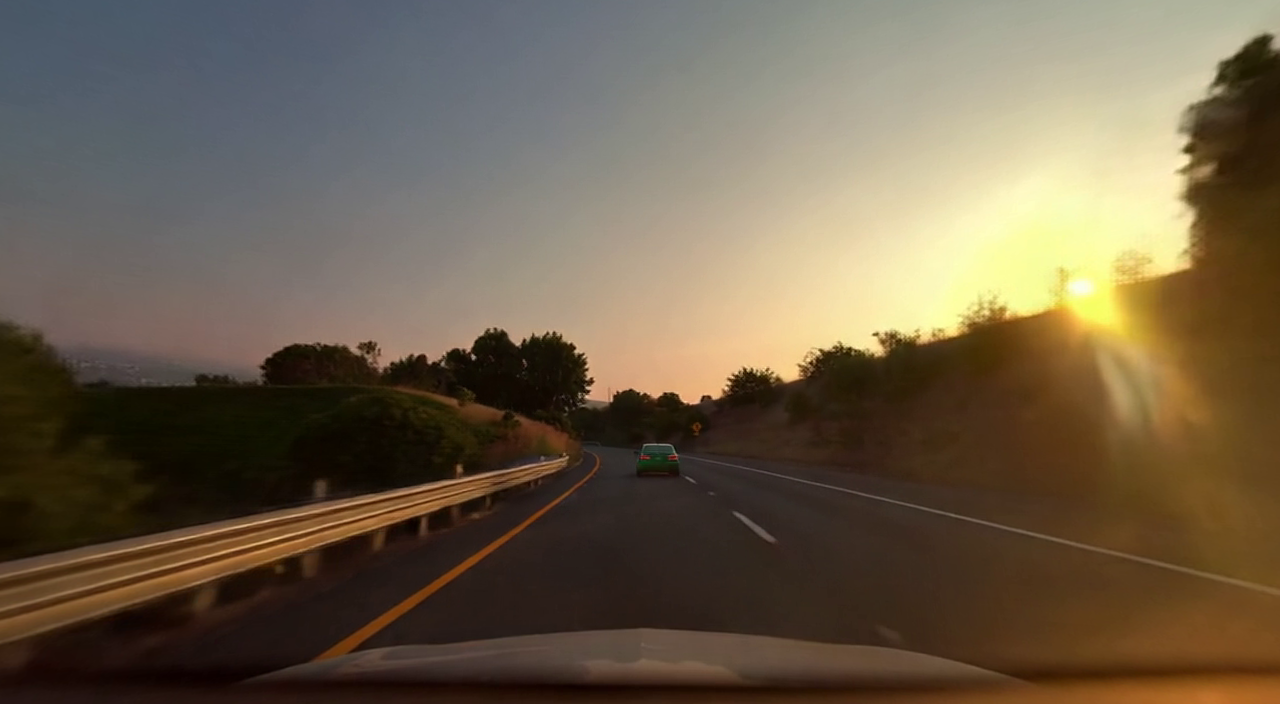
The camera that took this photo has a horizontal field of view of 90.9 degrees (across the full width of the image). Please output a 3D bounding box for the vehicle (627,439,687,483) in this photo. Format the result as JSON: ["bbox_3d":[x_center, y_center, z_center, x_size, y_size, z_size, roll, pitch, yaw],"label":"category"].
[{"bbox_3d":[0.529,4.034,23.606,2.029,1.474,4.183,0,-8,-2],"label":"vehicle"}]
